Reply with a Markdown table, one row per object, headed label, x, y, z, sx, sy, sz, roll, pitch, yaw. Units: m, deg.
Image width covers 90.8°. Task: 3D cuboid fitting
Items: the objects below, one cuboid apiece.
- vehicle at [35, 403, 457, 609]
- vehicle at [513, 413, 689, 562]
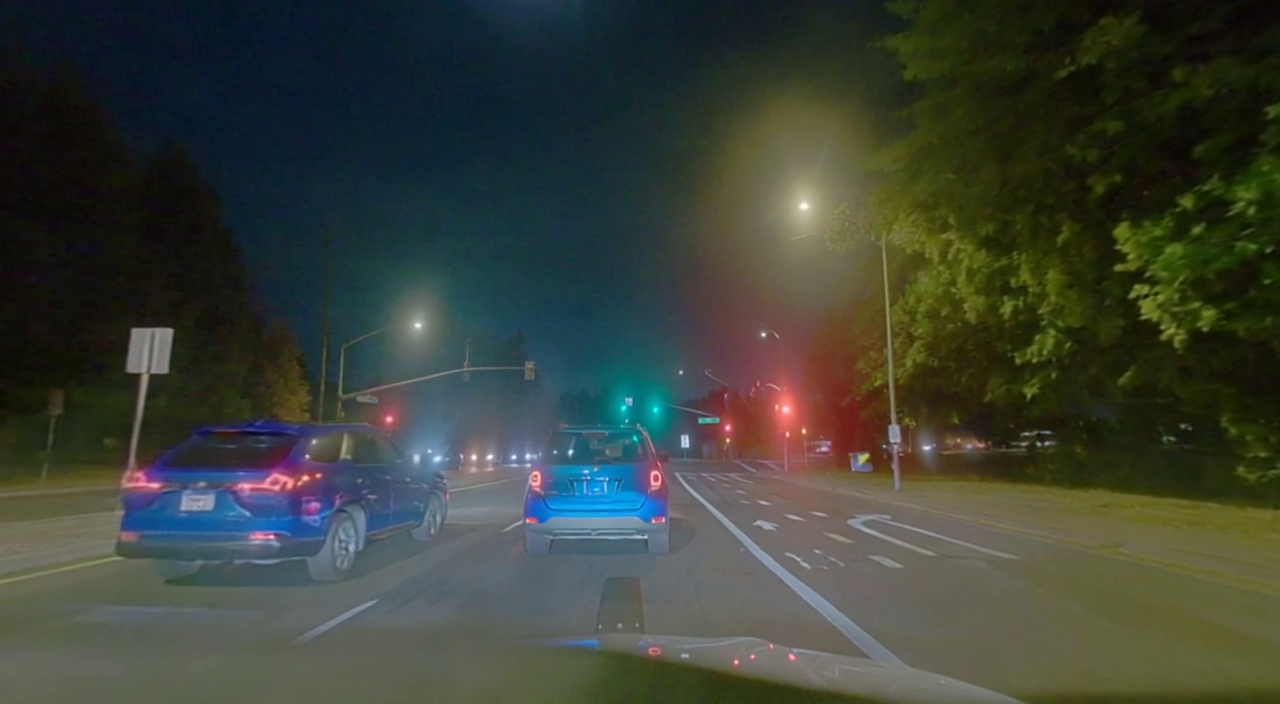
| label | x | y | z | sx | sy | sz | roll | pitch | yaw |
| --- | --- | --- | --- | --- | --- | --- | --- | --- | --- |
| vehicle | -3.908 | 1.595 | 7.488 | 2.009 | 1.673 | 4.454 | 0 | -8 | 2 |
| vehicle | -0.438 | 2.021 | 10.236 | 2.131 | 1.793 | 5.016 | 0 | -8 | 1 |
